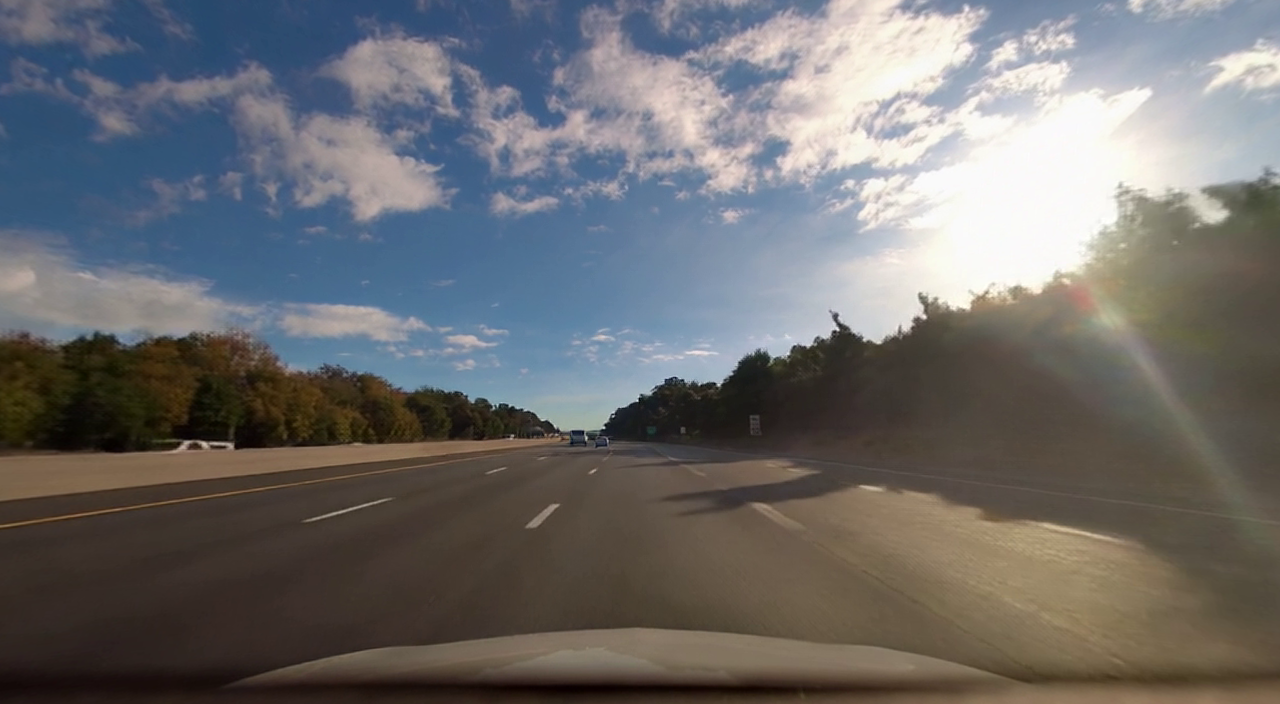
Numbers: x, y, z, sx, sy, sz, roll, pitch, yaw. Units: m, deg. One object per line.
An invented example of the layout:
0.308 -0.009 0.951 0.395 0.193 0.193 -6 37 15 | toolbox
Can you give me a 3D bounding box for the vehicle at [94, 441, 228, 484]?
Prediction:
-19.146 4.413 25.467 1.874 1.524 4.574 0 -8 -1 | vehicle
